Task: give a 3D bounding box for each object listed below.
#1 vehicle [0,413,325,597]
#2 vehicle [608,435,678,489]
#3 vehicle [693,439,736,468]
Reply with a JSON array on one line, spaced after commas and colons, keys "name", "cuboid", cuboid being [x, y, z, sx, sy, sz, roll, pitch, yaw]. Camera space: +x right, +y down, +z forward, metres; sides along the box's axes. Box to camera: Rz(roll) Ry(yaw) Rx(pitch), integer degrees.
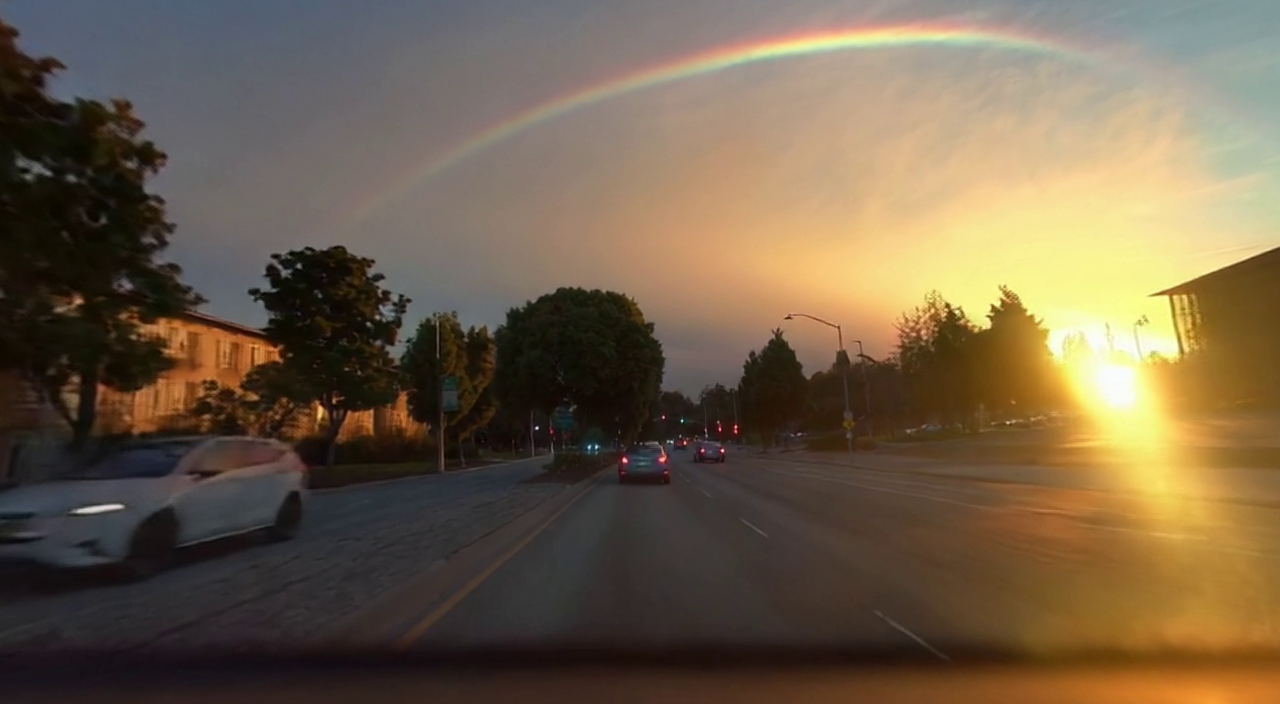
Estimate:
[{"name": "vehicle", "cuboid": [-6.569, 1.886, 8.645, 2.174, 1.802, 4.591, -1, -9, -1]}, {"name": "vehicle", "cuboid": [0.108, 3.810, 22.090, 2.181, 1.639, 4.127, -1, -9, 0]}, {"name": "vehicle", "cuboid": [4.557, 6.273, 39.183, 1.987, 1.613, 4.081, -1, -9, -2]}]
